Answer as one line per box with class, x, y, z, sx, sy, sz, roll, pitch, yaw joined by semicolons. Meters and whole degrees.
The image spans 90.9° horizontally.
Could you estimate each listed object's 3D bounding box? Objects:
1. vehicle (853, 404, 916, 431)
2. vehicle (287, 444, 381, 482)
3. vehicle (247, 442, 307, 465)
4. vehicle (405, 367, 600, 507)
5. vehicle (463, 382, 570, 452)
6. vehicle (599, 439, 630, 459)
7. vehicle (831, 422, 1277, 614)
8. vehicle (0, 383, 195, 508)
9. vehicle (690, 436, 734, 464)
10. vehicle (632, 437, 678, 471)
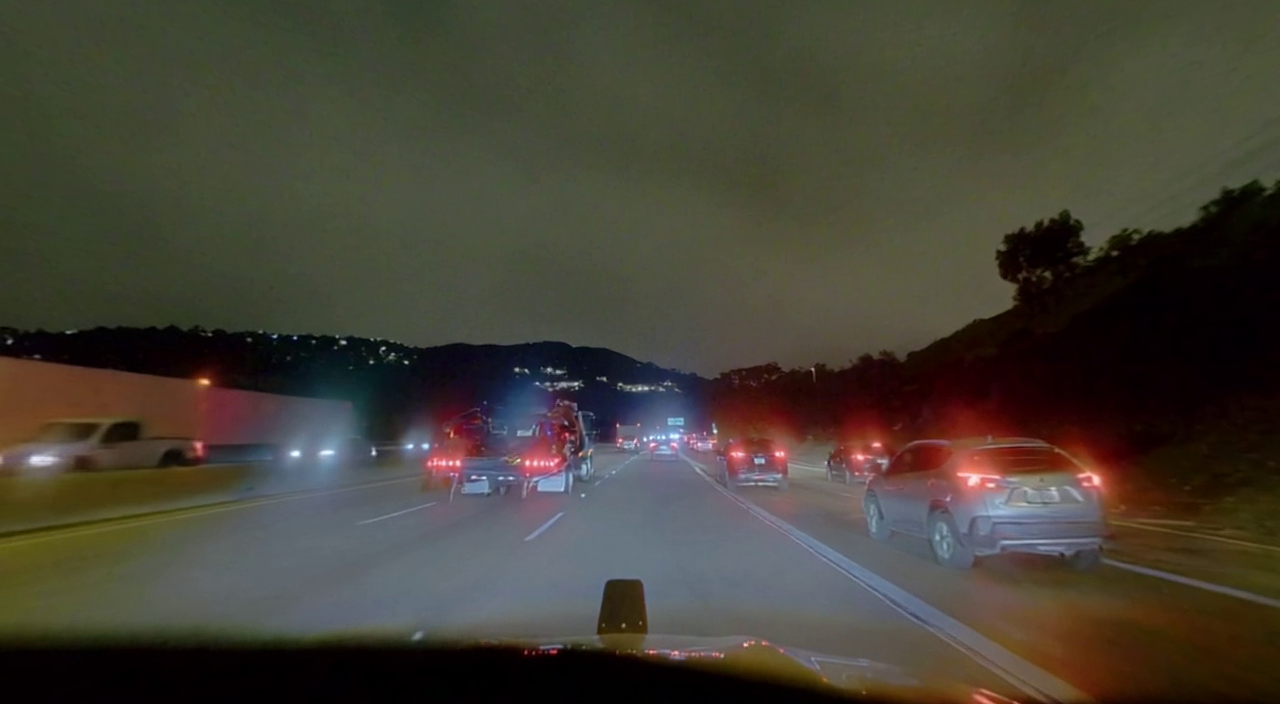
vehicle;14.814;4.039;38.500;1.930;1.454;4.126;0;-8;-4
vehicle;-12.594;4.561;26.240;1.877;1.403;3.836;0;-8;2
vehicle;-27.035;7.561;47.161;1.825;1.670;4.151;-1;-8;3
vehicle;-3.244;2.529;18.571;3.162;2.955;10.282;0;-8;2
vehicle;-3.230;1.910;17.532;1.893;1.674;4.766;0;-8;2
vehicle;-1.880;7.426;48.237;2.016;1.450;4.310;0;-8;2
vehicle;3.929;1.616;7.156;2.040;1.481;4.260;0;-8;-2
vehicle;-13.435;2.126;14.337;2.548;2.365;5.452;0;-8;1
vehicle;4.281;5.927;38.235;2.075;1.614;4.682;0;-8;-1
vehicle;0.694;4.841;30.185;2.079;1.499;3.915;0;-8;1
